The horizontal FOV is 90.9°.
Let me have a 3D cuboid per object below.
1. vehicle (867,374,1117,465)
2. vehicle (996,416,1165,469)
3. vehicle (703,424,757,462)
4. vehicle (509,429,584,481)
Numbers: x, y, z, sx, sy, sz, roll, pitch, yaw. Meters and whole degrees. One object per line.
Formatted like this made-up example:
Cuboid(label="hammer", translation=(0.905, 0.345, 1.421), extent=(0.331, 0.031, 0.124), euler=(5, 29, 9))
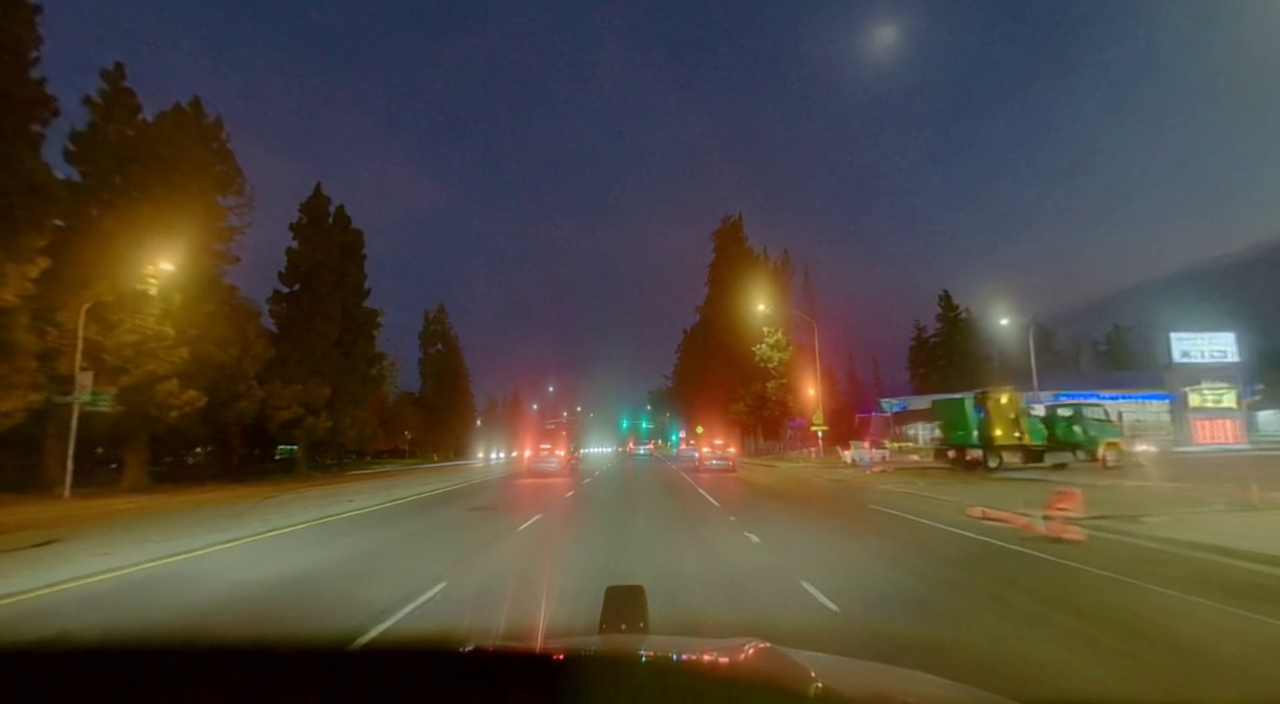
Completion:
Cuboid(label="vehicle", translation=(14.960, 2.942, 27.328), extent=(8.949, 3.673, 3.044), euler=(0, -8, -2))
Cuboid(label="vehicle", translation=(15.679, 3.265, 22.677), extent=(1.874, 1.694, 4.535), euler=(6, -11, -38))
Cuboid(label="vehicle", translation=(5.738, 5.970, 41.250), extent=(2.653, 2.231, 6.793), euler=(0, -8, 1))
Cuboid(label="vehicle", translation=(-3.289, 3.730, 23.047), extent=(2.038, 1.682, 4.399), euler=(0, -8, 0))
